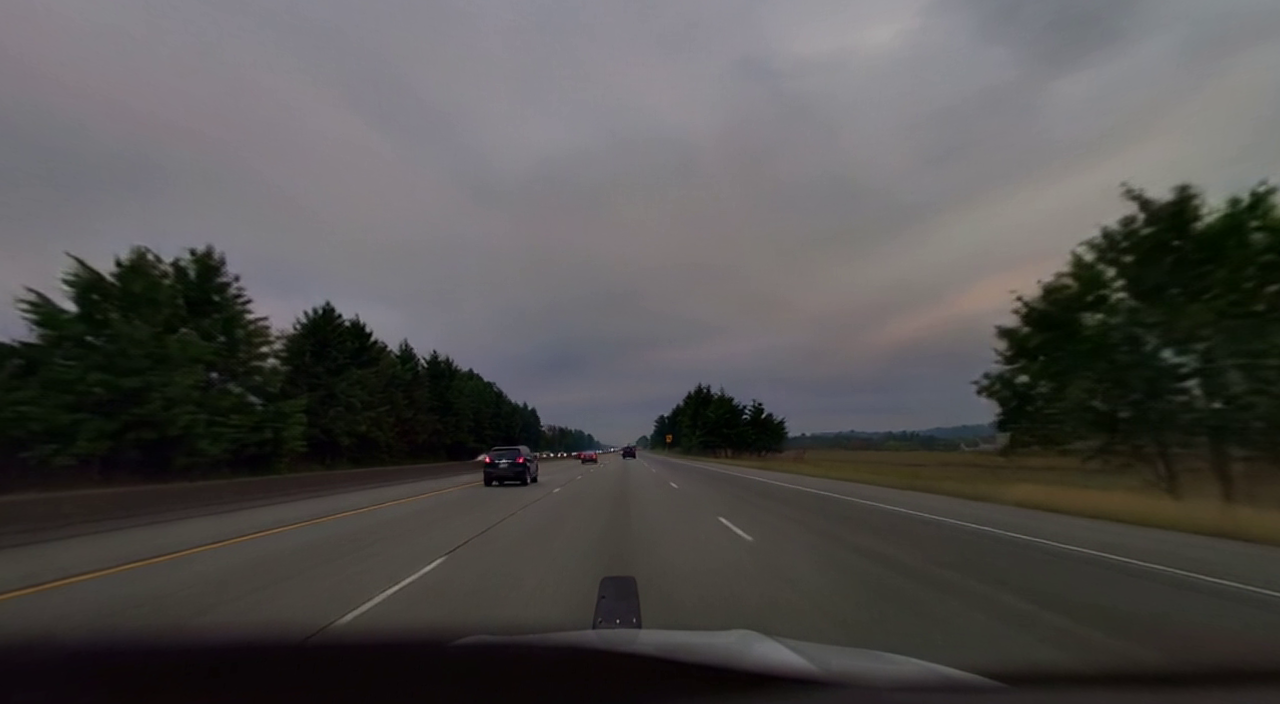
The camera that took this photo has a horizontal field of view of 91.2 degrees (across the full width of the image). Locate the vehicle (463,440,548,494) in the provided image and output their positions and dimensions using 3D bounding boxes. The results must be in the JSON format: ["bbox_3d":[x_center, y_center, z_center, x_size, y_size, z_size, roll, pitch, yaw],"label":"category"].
[{"bbox_3d":[-4.623,4.013,22.230,2.151,1.693,4.201,0,-9,-1],"label":"vehicle"}]
